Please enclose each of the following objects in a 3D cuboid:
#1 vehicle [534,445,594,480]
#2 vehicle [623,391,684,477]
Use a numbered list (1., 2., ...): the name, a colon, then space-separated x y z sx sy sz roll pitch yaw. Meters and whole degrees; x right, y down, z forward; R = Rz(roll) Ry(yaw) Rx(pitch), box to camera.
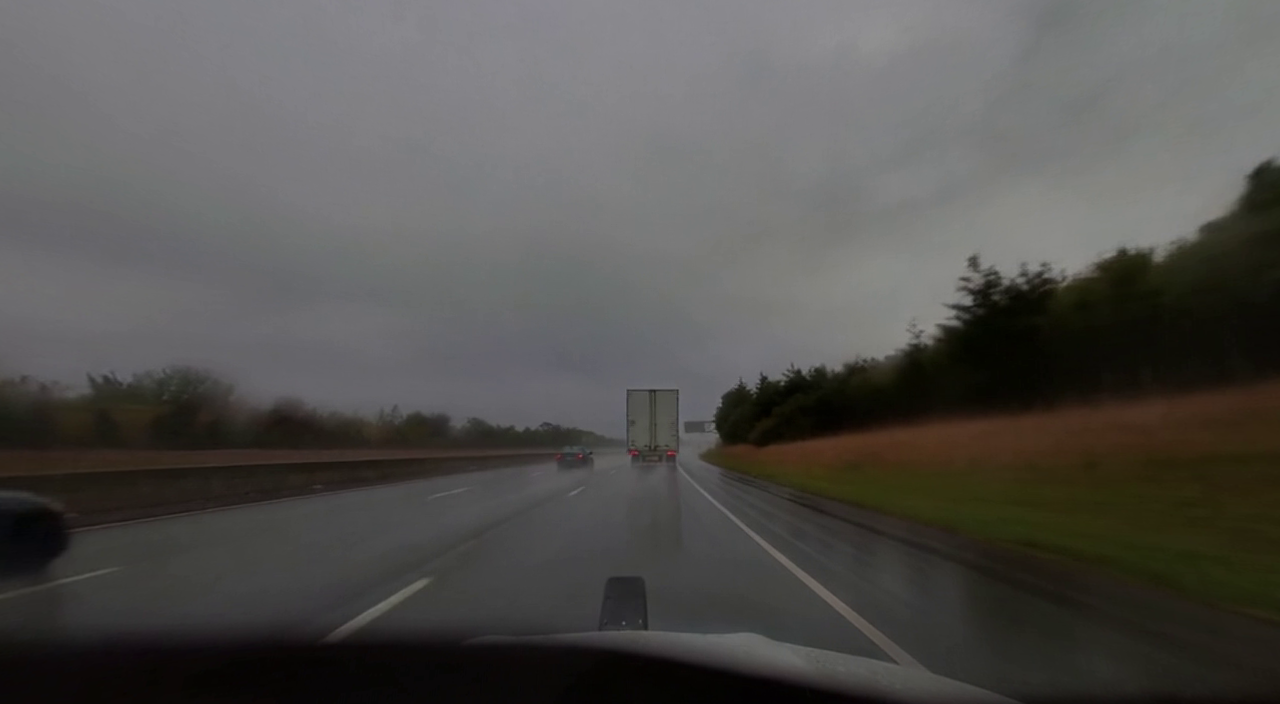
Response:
1. vehicle: -3.372 5.005 28.736 2.092 1.465 4.448 0 -9 1
2. vehicle: 0.712 5.002 37.968 2.851 4.098 14.436 -2 -8 0
